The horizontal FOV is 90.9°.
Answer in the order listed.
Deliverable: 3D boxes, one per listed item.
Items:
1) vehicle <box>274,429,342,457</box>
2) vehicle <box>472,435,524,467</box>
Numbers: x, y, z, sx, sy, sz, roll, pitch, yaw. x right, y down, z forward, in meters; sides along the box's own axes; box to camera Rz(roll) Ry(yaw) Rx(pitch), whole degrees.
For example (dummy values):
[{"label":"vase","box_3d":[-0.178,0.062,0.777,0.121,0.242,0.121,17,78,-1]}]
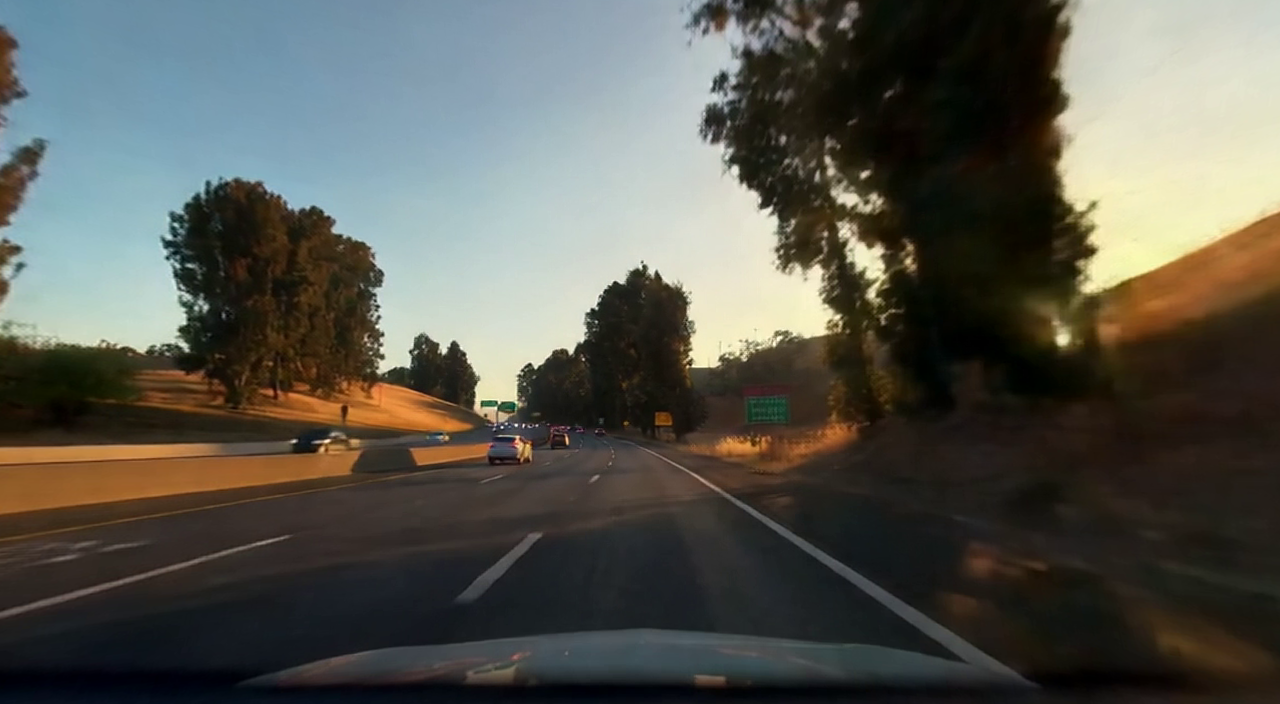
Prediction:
[{"label":"vehicle","box_3d":[-21.366,5.878,40.805,2.005,1.716,4.606,0,-8,-2]},{"label":"vehicle","box_3d":[-7.606,5.335,34.241,1.931,1.608,3.977,0,-8,-1]}]
